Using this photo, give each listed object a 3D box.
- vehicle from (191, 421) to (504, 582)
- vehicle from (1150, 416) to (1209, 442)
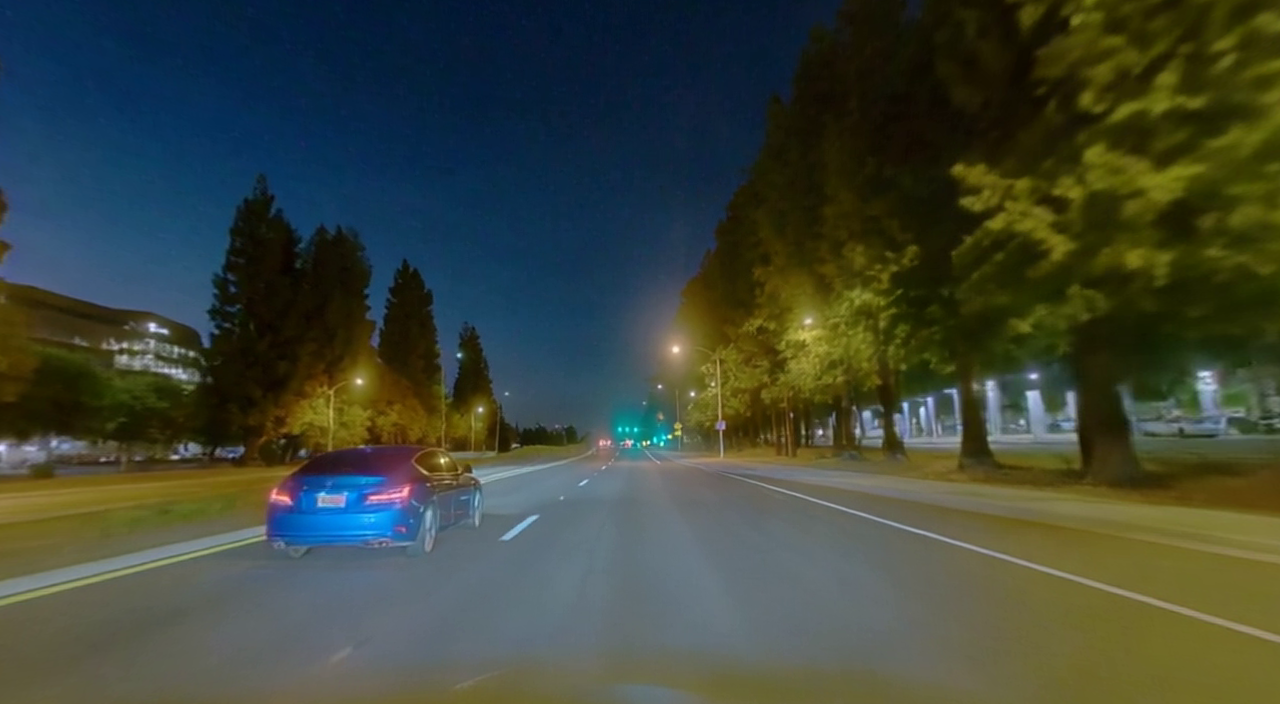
[{"bbox_3d":[-3.159,1.688,7.962,1.964,1.472,4.078,0,-8,0],"label":"vehicle"},{"bbox_3d":[31.240,4.437,36.695,1.690,1.378,3.826,-6,-8,27],"label":"vehicle"}]
